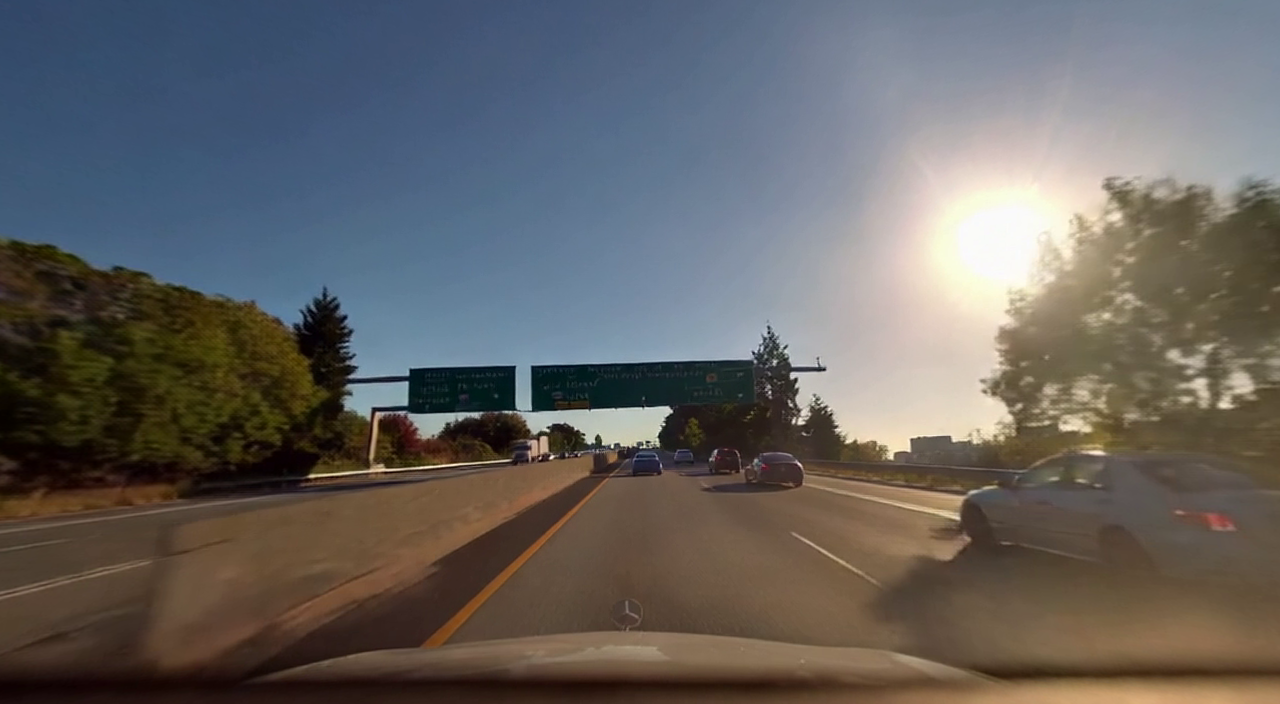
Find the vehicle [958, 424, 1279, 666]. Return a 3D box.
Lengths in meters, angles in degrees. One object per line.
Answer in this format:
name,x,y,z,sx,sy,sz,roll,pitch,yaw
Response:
vehicle,4.819,1.402,5.291,1.827,1.462,4.697,0,-9,0

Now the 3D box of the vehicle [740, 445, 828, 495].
vehicle,4.701,3.904,21.153,1.952,1.495,3.740,0,-9,-1

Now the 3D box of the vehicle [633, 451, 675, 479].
vehicle,0.676,5.730,32.133,2.012,1.320,3.777,0,-9,0

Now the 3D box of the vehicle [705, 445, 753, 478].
vehicle,4.748,5.893,34.246,1.969,1.639,4.472,0,-9,0
